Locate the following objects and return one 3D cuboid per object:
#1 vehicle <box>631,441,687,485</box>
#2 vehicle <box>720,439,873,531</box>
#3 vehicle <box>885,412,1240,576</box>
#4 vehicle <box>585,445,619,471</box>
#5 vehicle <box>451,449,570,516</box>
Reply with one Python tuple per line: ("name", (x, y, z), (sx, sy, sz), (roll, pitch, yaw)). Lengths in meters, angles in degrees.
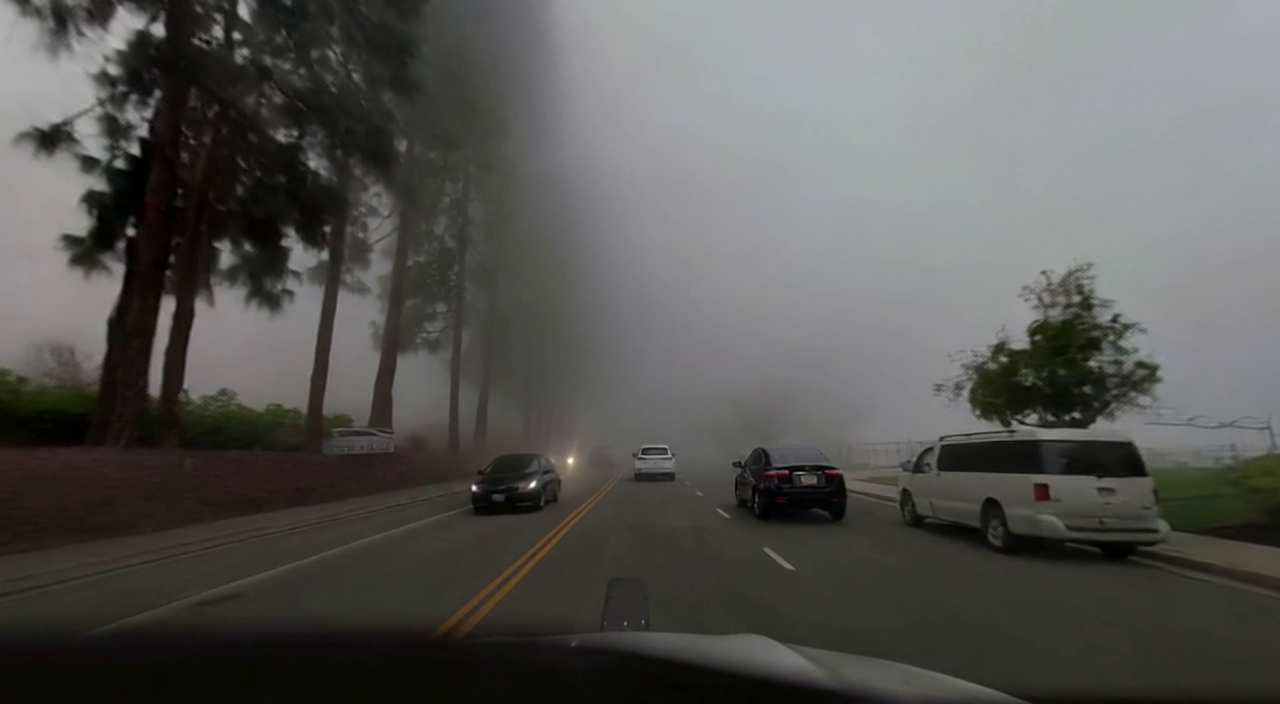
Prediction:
("vehicle", (0.741, 4.498, 25.890), (2.105, 1.653, 3.887), (0, -9, 1))
("vehicle", (2.938, 2.578, 12.862), (1.991, 1.536, 4.116), (0, -9, -1))
("vehicle", (5.661, 1.942, 9.454), (2.059, 1.813, 4.637), (0, -9, 0))
("vehicle", (-2.596, 7.365, 44.174), (2.065, 1.708, 4.311), (0, -9, 1))
("vehicle", (-3.017, 3.144, 15.720), (1.997, 1.415, 4.195), (0, -9, 1))
